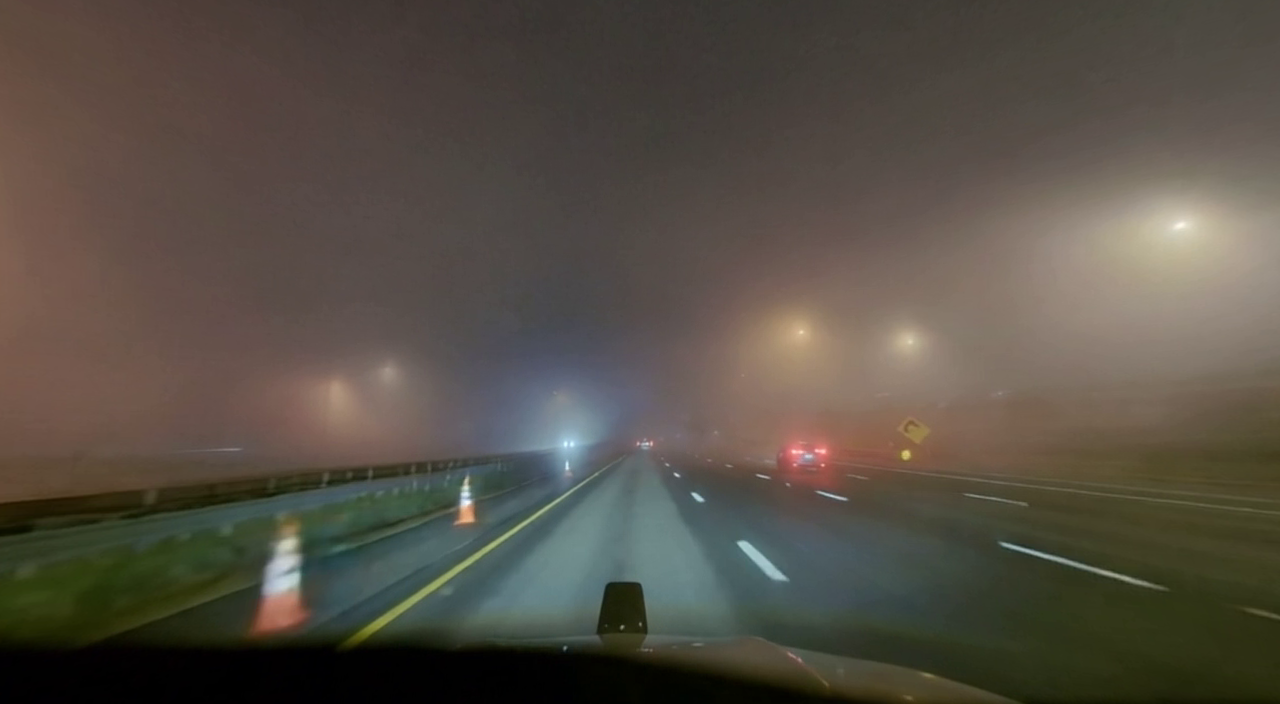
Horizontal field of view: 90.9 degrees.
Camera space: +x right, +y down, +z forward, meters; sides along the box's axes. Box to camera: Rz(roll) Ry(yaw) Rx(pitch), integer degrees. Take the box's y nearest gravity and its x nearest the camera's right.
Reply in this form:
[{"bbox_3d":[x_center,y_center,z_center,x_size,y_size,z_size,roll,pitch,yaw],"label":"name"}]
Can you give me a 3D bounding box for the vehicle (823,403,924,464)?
[{"bbox_3d":[15.367,5.535,42.437,3.620,3.613,8.491,0,-8,1],"label":"vehicle"}]
